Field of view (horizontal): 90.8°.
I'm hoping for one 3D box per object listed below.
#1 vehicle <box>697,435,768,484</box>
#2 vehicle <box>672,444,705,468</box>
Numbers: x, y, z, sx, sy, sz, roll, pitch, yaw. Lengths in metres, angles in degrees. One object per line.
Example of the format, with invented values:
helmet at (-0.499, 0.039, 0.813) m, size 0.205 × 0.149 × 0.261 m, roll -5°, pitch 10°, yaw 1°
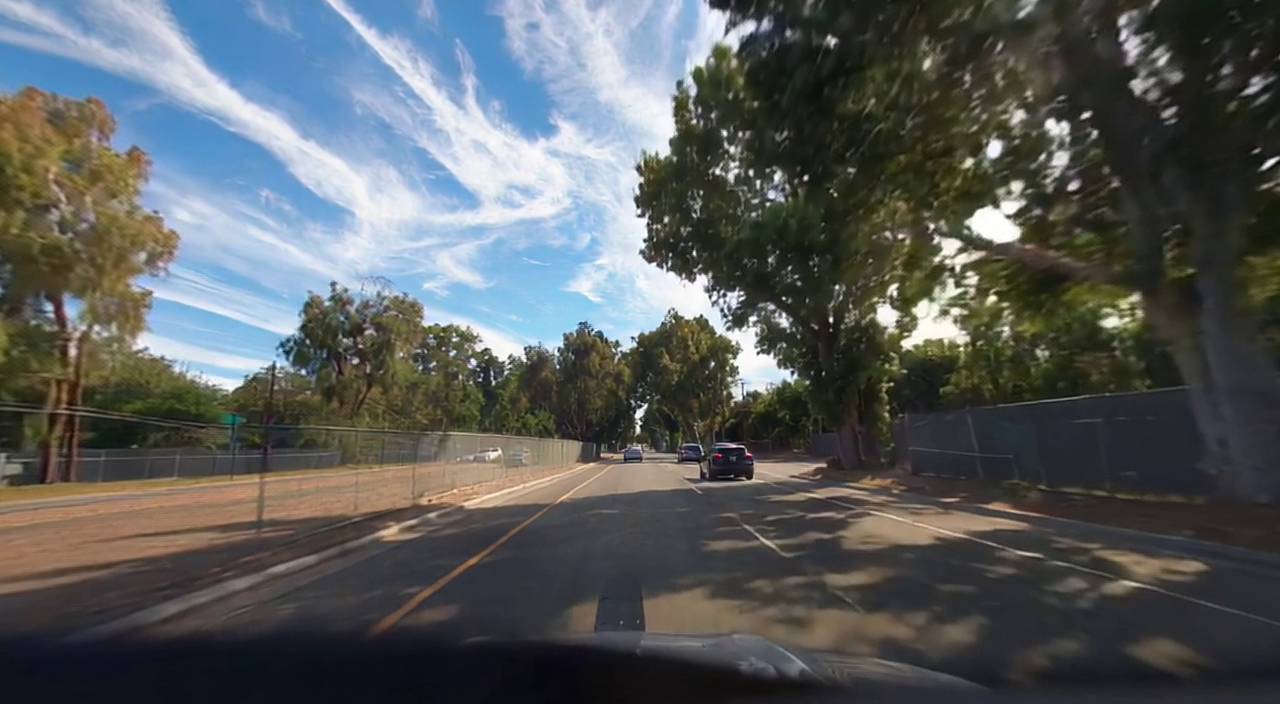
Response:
vehicle at (3.703, 4.431, 26.267) m, size 2.112 × 1.825 × 4.574 m, roll 0°, pitch -8°, yaw -2°
vehicle at (3.451, 7.482, 45.528) m, size 2.012 × 1.653 × 4.115 m, roll 0°, pitch -8°, yaw -1°
